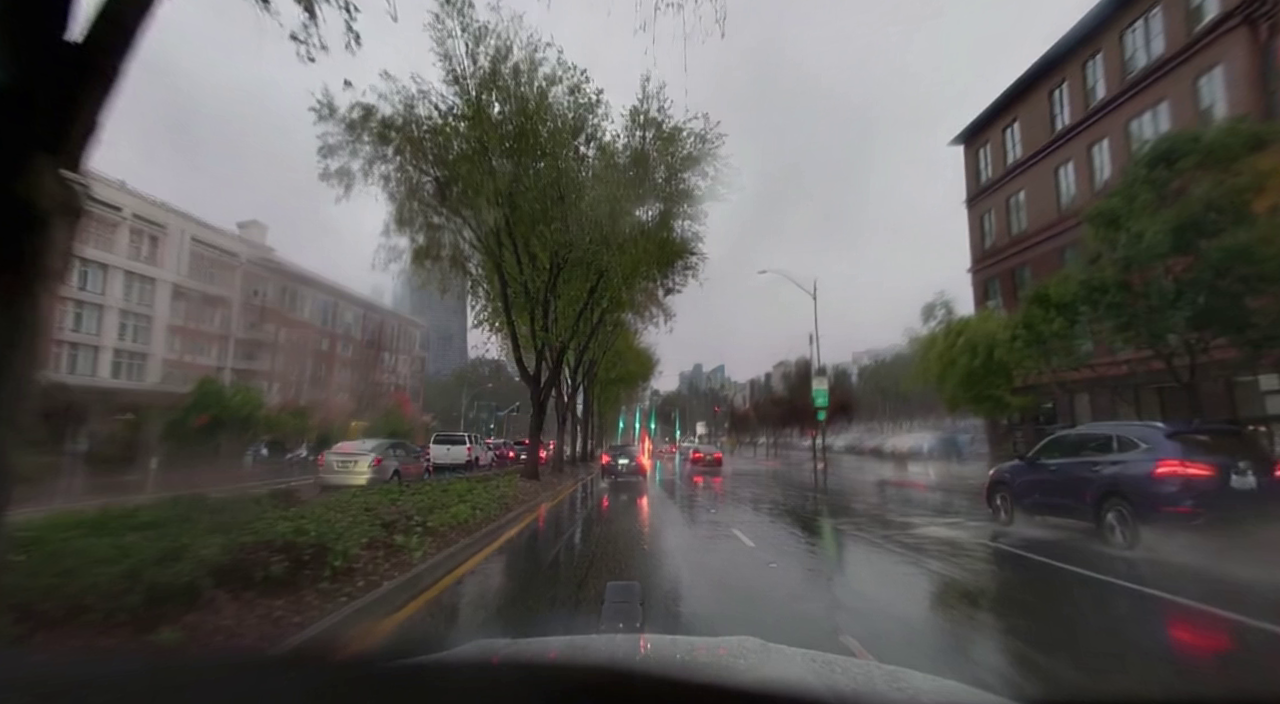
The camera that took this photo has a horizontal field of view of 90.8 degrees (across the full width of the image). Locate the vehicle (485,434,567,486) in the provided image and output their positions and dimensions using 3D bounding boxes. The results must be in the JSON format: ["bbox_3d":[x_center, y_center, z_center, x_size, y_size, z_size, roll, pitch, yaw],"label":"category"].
[{"bbox_3d":[-3.883,3.771,22.333,2.009,1.619,4.376,0,-9,1],"label":"vehicle"}]

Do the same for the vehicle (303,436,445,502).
[{"bbox_3d":[-6.877,3.061,16.964,1.877,1.493,4.624,0,-9,-1],"label":"vehicle"}]

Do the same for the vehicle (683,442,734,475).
[{"bbox_3d":[3.253,5.154,30.771,1.905,1.473,4.183,0,-9,-1],"label":"vehicle"}]

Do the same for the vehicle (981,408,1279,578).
[{"bbox_3d":[6.654,1.711,8.410,1.889,1.681,4.120,0,-9,0],"label":"vehicle"}]

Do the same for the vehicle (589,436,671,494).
[{"bbox_3d":[-0.274,3.322,18.913,2.161,1.501,4.184,0,-9,0],"label":"vehicle"}]
